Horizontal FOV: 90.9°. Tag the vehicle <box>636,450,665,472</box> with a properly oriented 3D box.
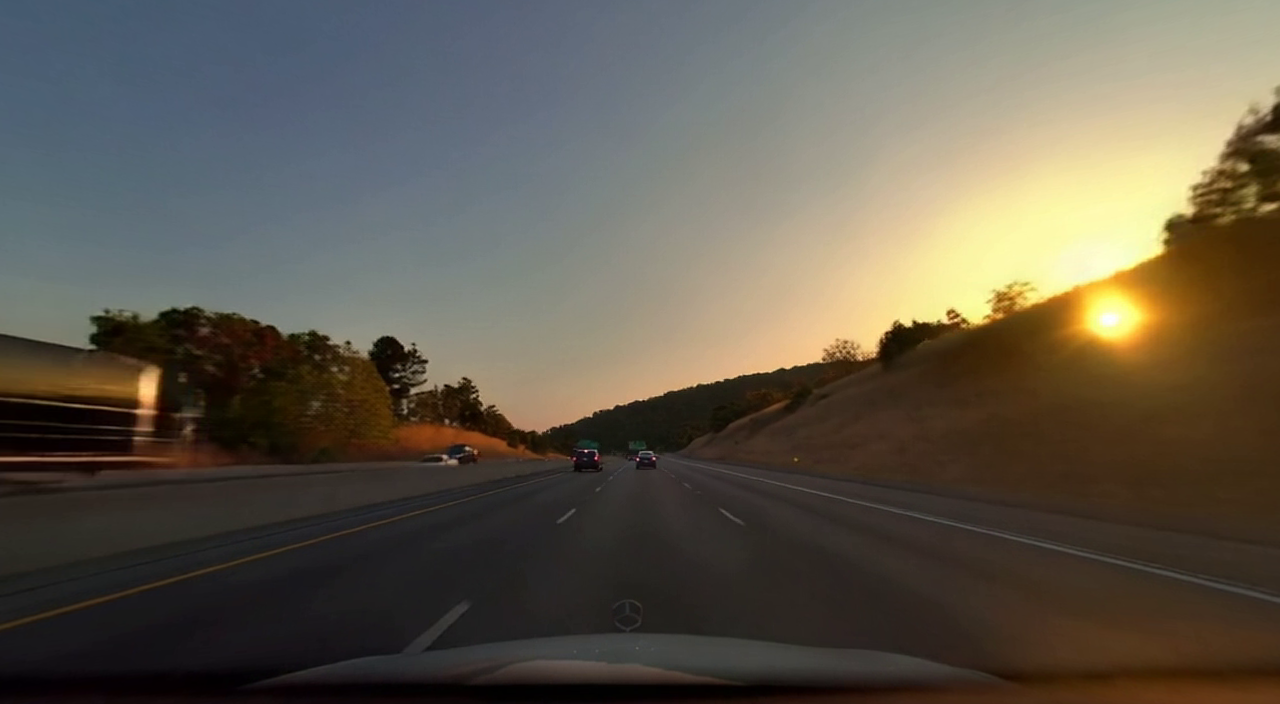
[{"bbox_3d":[0.772,7.996,46.454,2.036,1.519,4.225,0,-9,0],"label":"vehicle"}]

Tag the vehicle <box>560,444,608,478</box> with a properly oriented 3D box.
[{"bbox_3d":[-2.985,5.958,34.652,2.143,1.770,4.283,0,-9,1],"label":"vehicle"}]

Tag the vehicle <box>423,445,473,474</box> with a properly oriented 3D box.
[{"bbox_3d":[-13.444,7.560,44.471,2.072,1.878,4.726,0,-9,-1],"label":"vehicle"}]
